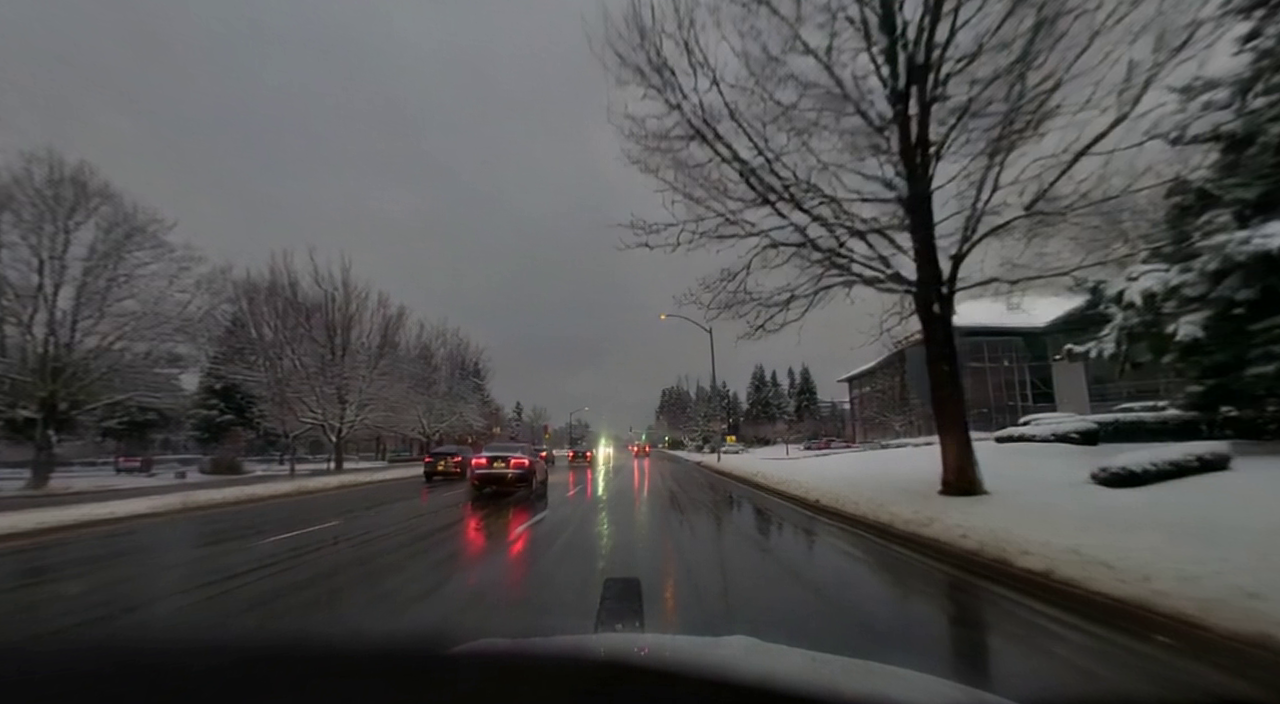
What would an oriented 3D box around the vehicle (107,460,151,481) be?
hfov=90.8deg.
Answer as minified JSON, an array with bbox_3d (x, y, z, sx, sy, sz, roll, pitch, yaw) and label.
[{"bbox_3d":[-39.602,9.147,48.947,4.381,1.475,1.960,-8,-12,43],"label":"vehicle"}]

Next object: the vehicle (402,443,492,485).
[{"bbox_3d":[-7.521,4.388,25.142,1.976,1.497,4.709,0,-8,1],"label":"vehicle"}]

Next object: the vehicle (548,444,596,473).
[{"bbox_3d":[-3.508,5.610,33.516,1.971,1.414,4.317,0,-8,1],"label":"vehicle"}]

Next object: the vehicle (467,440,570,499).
[{"bbox_3d":[-3.332,3.318,18.296,2.011,1.483,4.596,0,-8,1],"label":"vehicle"}]
